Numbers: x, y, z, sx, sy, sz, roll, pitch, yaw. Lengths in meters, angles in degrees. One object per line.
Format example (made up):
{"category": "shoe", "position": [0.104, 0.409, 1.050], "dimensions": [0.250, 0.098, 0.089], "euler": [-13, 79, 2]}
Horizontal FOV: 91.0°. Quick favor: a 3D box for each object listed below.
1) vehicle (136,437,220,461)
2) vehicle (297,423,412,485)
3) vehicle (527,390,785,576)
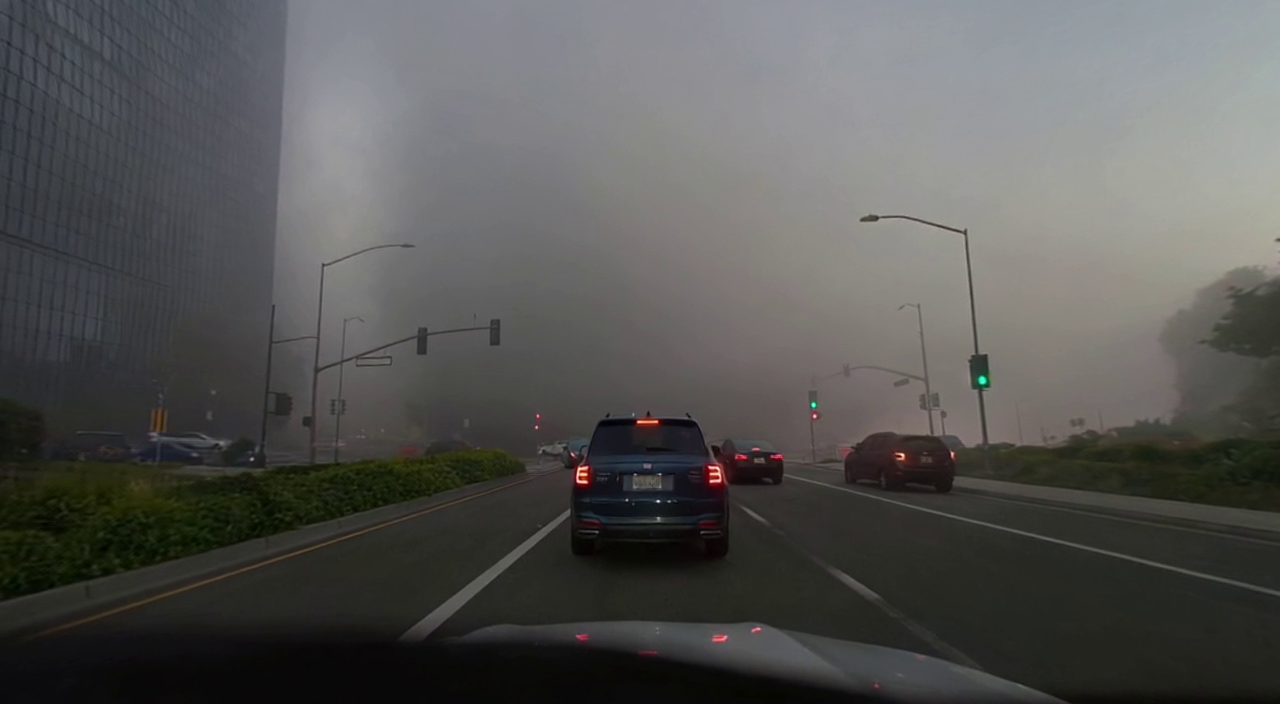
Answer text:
{"category": "vehicle", "position": [-34.536, 7.234, 47.147], "dimensions": [4.622, 1.742, 1.965], "euler": [0, -9, -2]}
{"category": "vehicle", "position": [-11.894, 4.320, 26.934], "dimensions": [2.717, 2.310, 6.448], "euler": [1, -9, -8]}
{"category": "vehicle", "position": [0.158, 1.669, 8.721], "dimensions": [2.601, 1.878, 4.535], "euler": [0, -9, 0]}
